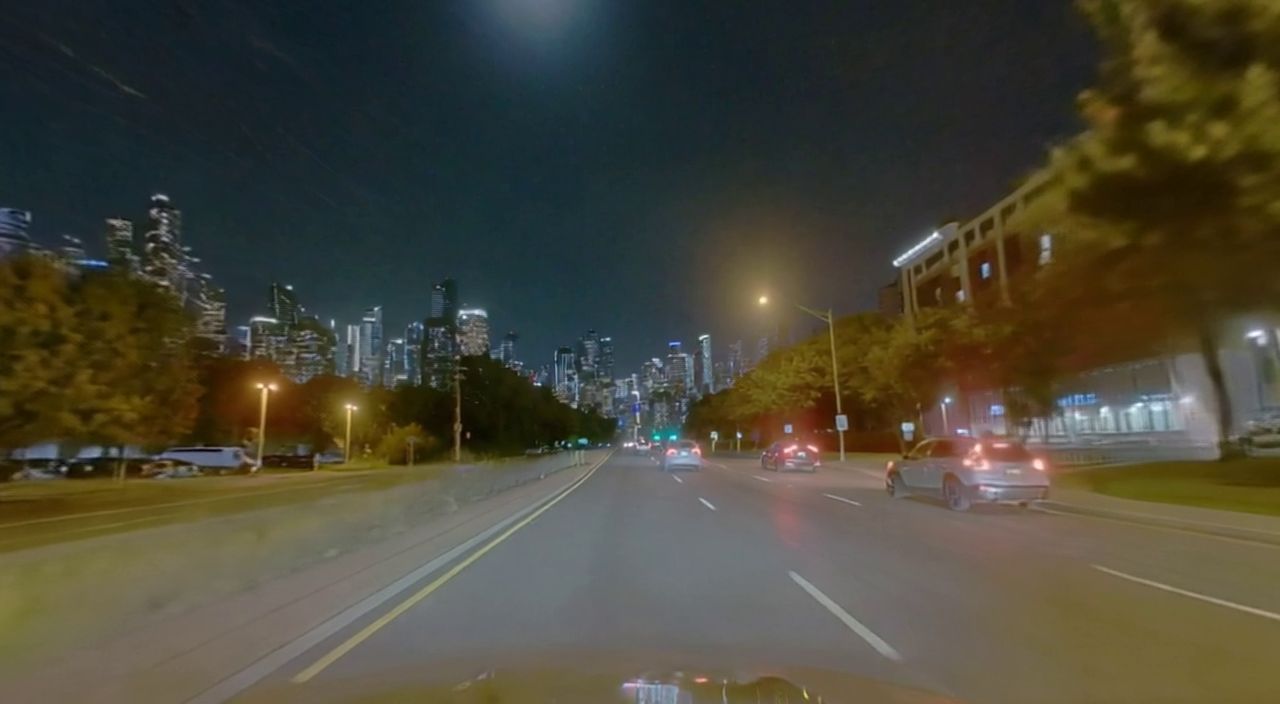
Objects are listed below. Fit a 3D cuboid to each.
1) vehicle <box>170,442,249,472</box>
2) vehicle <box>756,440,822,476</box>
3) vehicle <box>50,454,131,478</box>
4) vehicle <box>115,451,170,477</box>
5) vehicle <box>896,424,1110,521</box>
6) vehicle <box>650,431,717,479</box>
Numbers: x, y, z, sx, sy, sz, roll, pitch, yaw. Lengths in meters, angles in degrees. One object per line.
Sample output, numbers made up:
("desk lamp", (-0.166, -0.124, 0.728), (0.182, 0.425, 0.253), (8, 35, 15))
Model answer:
("vehicle", (-29.964, 7.281, 44.063), (3.883, 1.989, 2.208), (-1, -9, 6))
("vehicle", (7.062, 5.062, 30.456), (2.029, 1.548, 4.422), (0, -8, -1))
("vehicle", (-34.780, 7.196, 40.124), (1.700, 1.337, 3.735), (0, -8, 3))
("vehicle", (-30.059, 6.736, 38.254), (1.779, 1.363, 4.265), (4, -9, -28))
("vehicle", (7.363, 2.468, 13.443), (2.025, 1.719, 4.161), (0, -8, 0))
("vehicle", (1.675, 4.244, 26.272), (2.227, 1.794, 4.457), (0, -8, -3))
